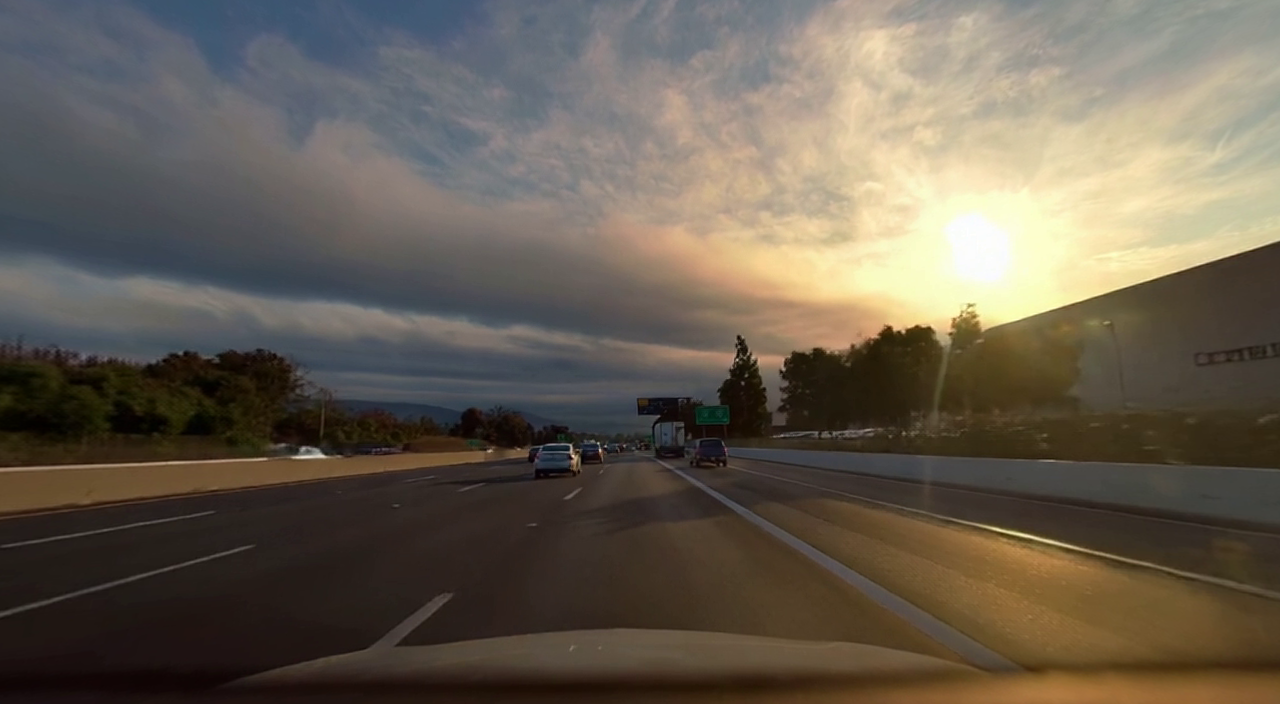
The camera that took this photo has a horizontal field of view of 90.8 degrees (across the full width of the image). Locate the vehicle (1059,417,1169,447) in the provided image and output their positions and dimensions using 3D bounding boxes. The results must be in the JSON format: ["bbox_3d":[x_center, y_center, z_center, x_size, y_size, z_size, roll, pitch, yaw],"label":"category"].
[{"bbox_3d":[29.533,5.006,39.508,5.019,1.764,2.183,-1,-8,1],"label":"vehicle"}]

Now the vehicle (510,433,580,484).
[{"bbox_3d":[-3.529,4.047,24.355,1.987,1.765,4.508,0,-8,0],"label":"vehicle"}]

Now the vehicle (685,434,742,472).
[{"bbox_3d":[3.654,5.113,32.190,2.198,1.807,4.530,0,-8,-2],"label":"vehicle"}]

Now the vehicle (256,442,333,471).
[{"bbox_3d":[-18.382,5.571,33.863,1.883,1.467,3.937,0,-8,0],"label":"vehicle"}]
